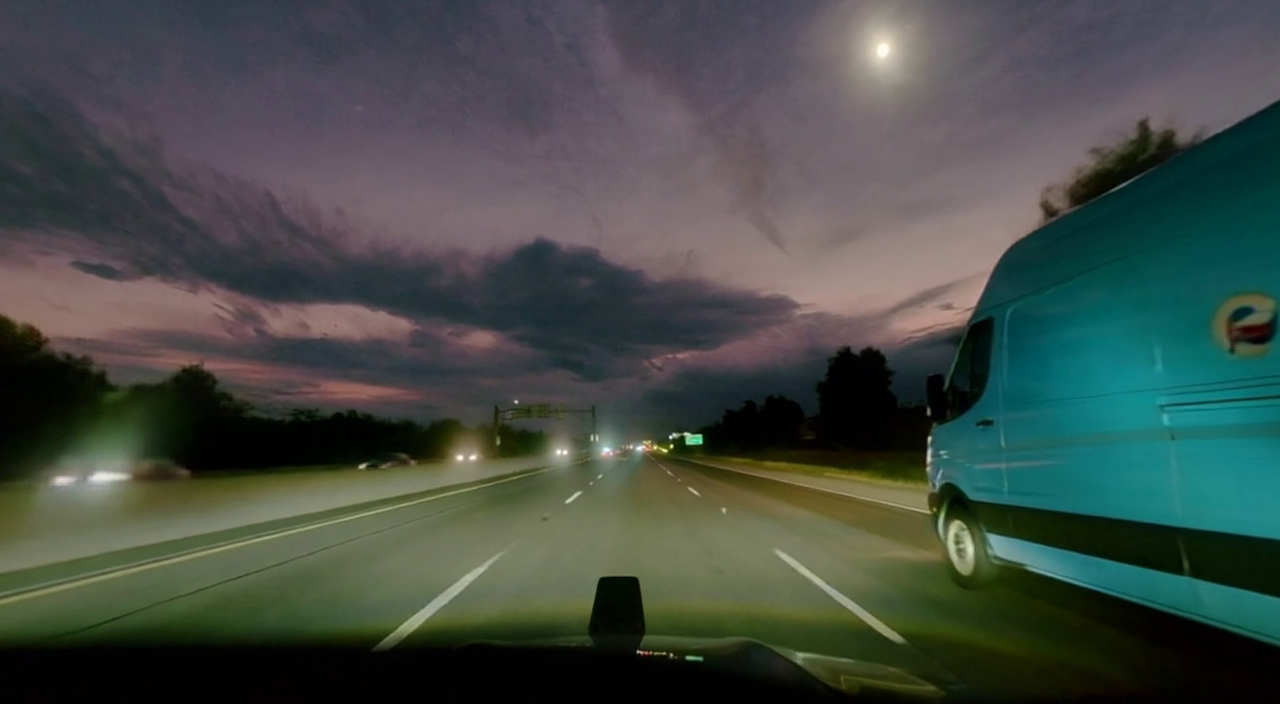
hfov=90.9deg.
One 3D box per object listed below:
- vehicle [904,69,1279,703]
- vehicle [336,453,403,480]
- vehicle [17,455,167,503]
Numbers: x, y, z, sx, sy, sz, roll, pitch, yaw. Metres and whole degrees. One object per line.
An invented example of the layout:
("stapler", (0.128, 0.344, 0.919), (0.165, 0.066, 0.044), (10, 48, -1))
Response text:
("vehicle", (3.935, 0.260, 2.772), (2.527, 2.809, 6.831), (0, -9, 0))
("vehicle", (-16.129, 6.820, 37.811), (2.040, 1.468, 4.504), (0, -9, -1))
("vehicle", (-19.746, 4.554, 22.969), (1.865, 1.520, 3.984), (0, -9, 0))
